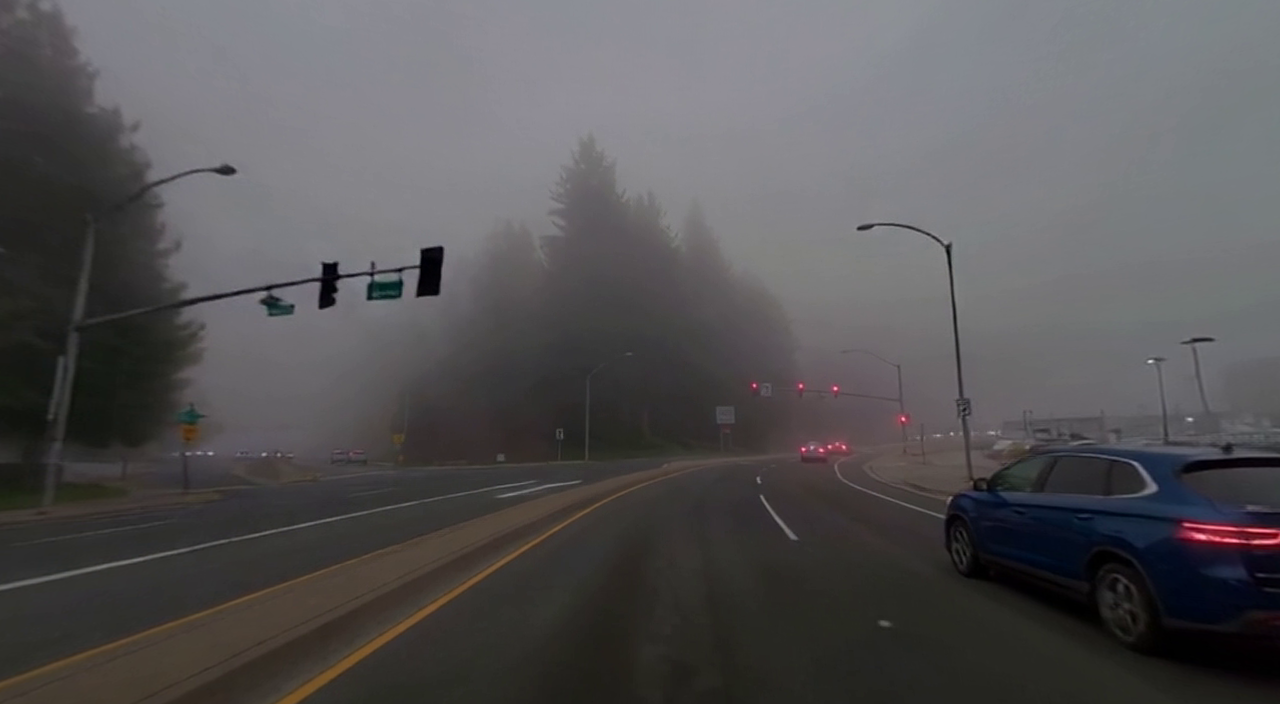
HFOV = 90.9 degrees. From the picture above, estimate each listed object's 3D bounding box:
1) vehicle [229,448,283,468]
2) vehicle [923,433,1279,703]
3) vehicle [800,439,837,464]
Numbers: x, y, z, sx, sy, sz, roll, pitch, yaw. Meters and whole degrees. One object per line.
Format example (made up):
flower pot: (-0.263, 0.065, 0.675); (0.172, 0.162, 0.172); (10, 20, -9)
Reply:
vehicle: (-29.703, 8.182, 48.829); (1.779, 1.458, 4.279); (1, -9, -5)
vehicle: (4.421, 1.496, 5.525); (1.938, 1.466, 4.434); (0, -9, 2)
vehicle: (12.909, 7.160, 45.397); (2.311, 1.715, 4.287); (-3, -9, 18)
